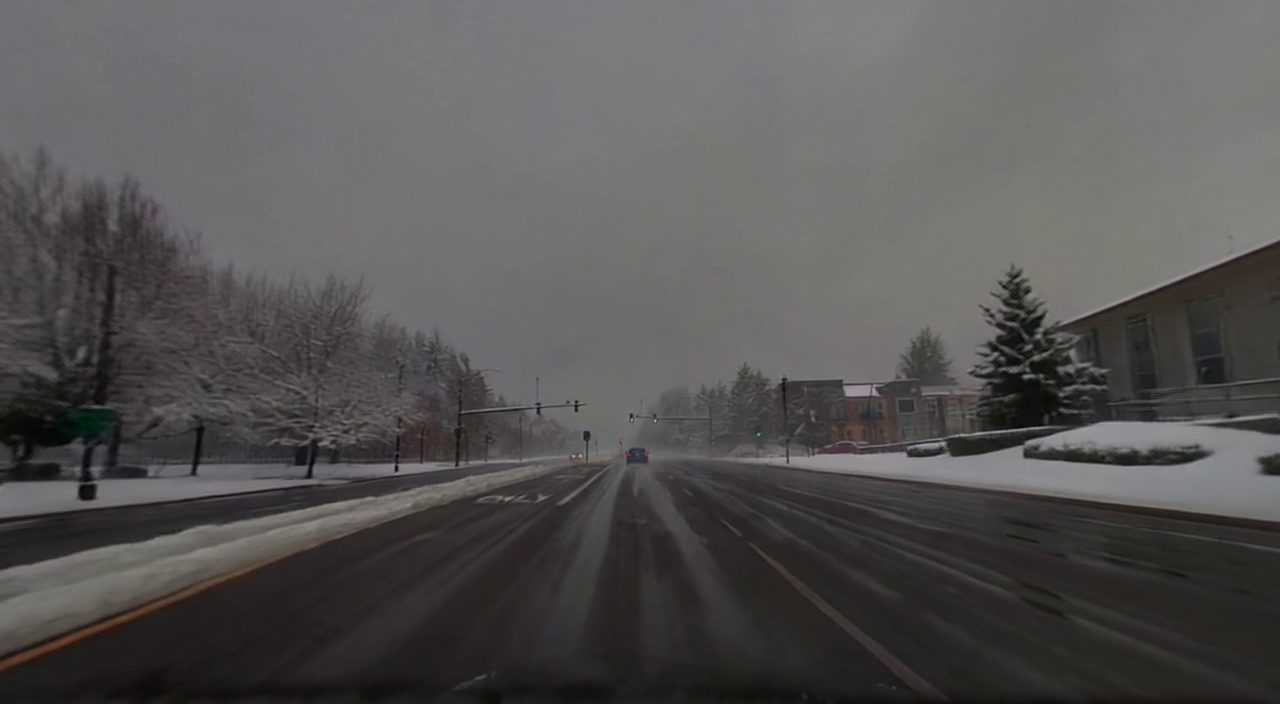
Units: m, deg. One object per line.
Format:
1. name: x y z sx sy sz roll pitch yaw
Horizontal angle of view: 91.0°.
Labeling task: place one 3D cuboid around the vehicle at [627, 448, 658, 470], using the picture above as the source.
1. vehicle: 0.187 7.585 44.975 2.064 1.477 3.968 0 -9 0
